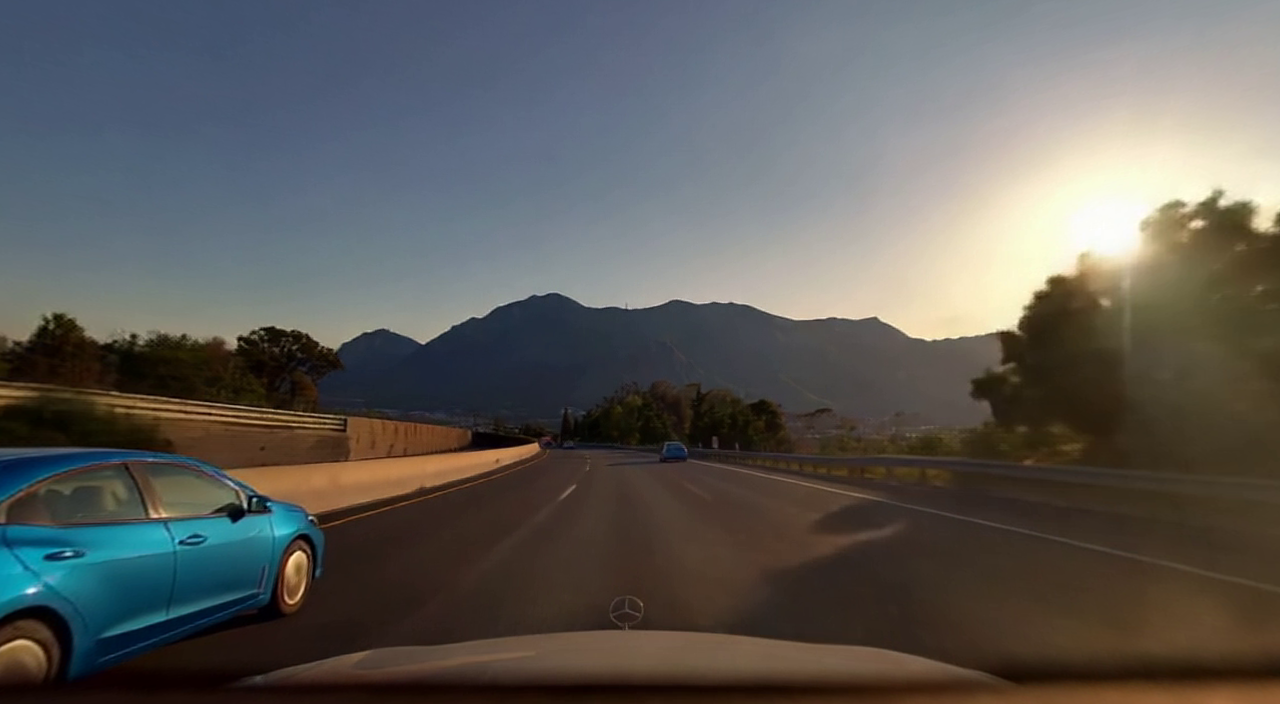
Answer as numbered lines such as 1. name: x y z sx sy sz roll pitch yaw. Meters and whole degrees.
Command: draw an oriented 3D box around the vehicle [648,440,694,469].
1. vehicle: 1.641 5.670 34.953 1.985 1.440 4.466 0 -9 -4
